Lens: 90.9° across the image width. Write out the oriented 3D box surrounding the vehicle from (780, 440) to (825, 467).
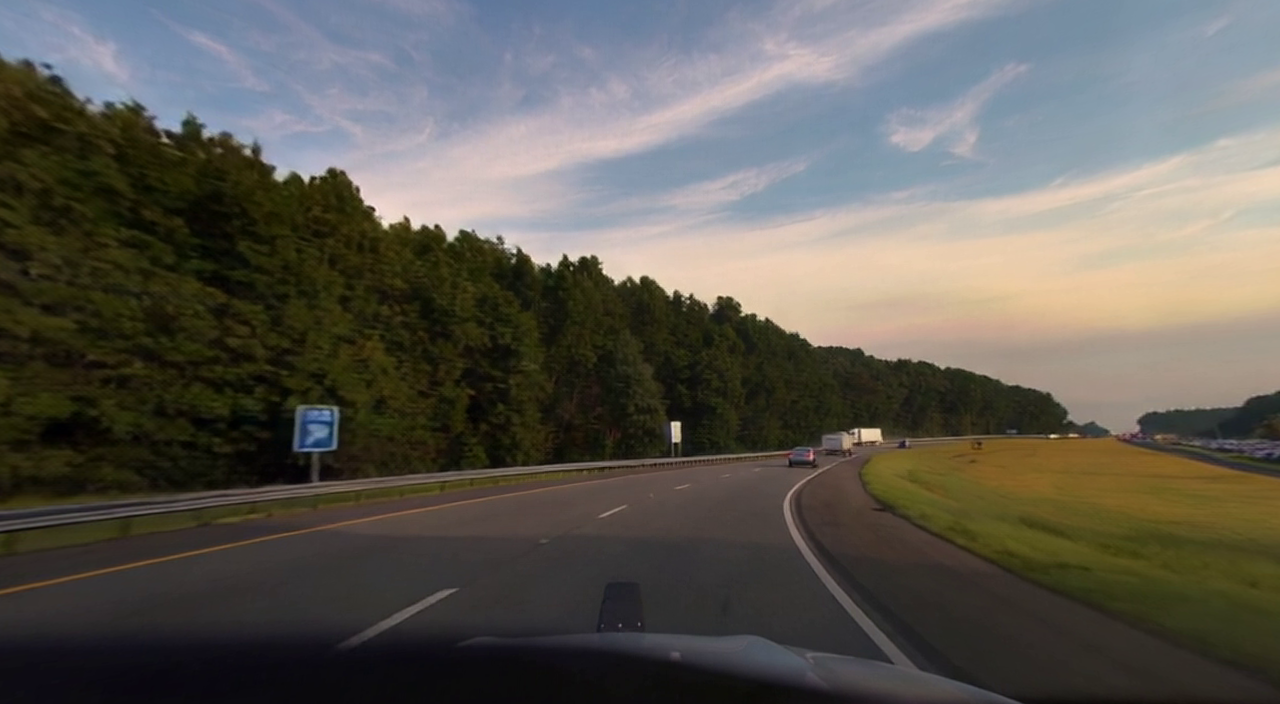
[{"bbox_3d":[10.596,6.577,40.889,2.221,1.674,4.325,-4,-10,21],"label":"vehicle"}]
